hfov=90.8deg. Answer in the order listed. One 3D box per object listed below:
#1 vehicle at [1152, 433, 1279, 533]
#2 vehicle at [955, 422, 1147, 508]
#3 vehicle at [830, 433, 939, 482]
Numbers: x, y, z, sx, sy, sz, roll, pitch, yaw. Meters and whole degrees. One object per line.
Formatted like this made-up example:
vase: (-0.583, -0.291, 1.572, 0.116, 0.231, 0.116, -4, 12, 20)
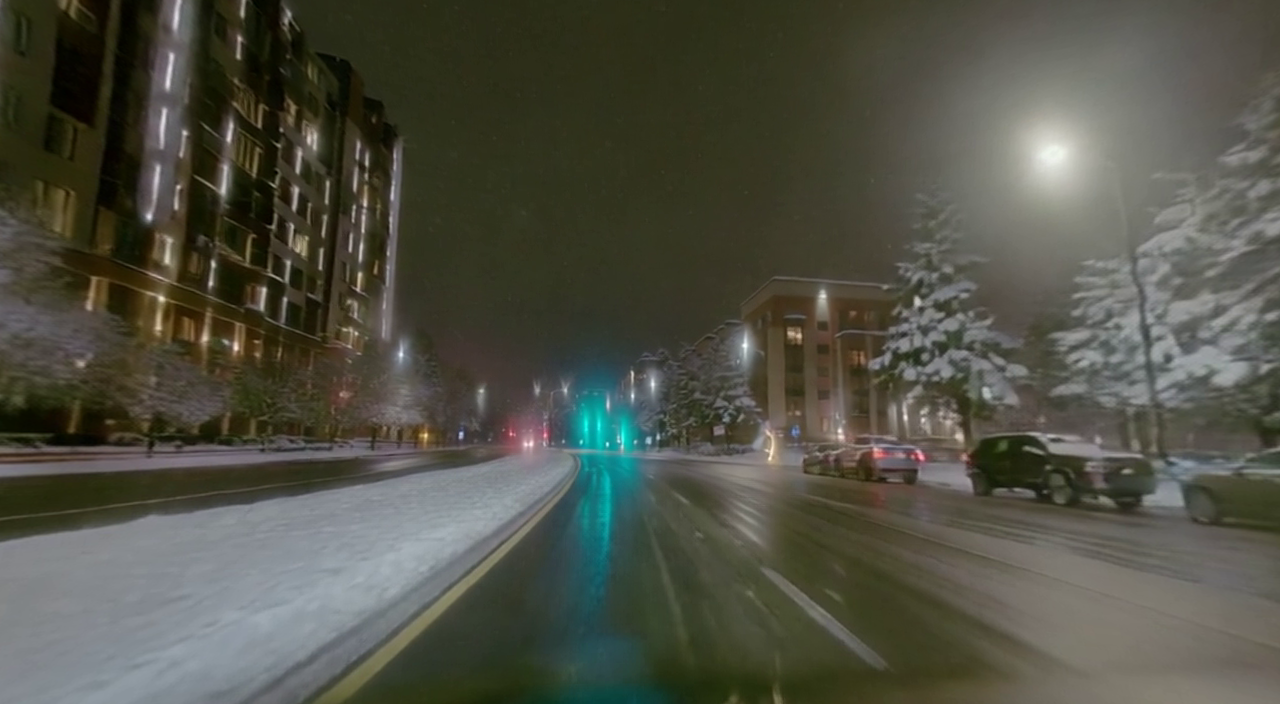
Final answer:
vehicle: (10.925, 2.061, 9.964, 1.885, 1.545, 4.377, 0, -9, -2)
vehicle: (10.780, 2.988, 17.123, 1.916, 1.889, 4.675, 4, -9, -3)
vehicle: (9.959, 4.346, 26.325, 2.211, 1.831, 5.275, 0, -9, -2)
